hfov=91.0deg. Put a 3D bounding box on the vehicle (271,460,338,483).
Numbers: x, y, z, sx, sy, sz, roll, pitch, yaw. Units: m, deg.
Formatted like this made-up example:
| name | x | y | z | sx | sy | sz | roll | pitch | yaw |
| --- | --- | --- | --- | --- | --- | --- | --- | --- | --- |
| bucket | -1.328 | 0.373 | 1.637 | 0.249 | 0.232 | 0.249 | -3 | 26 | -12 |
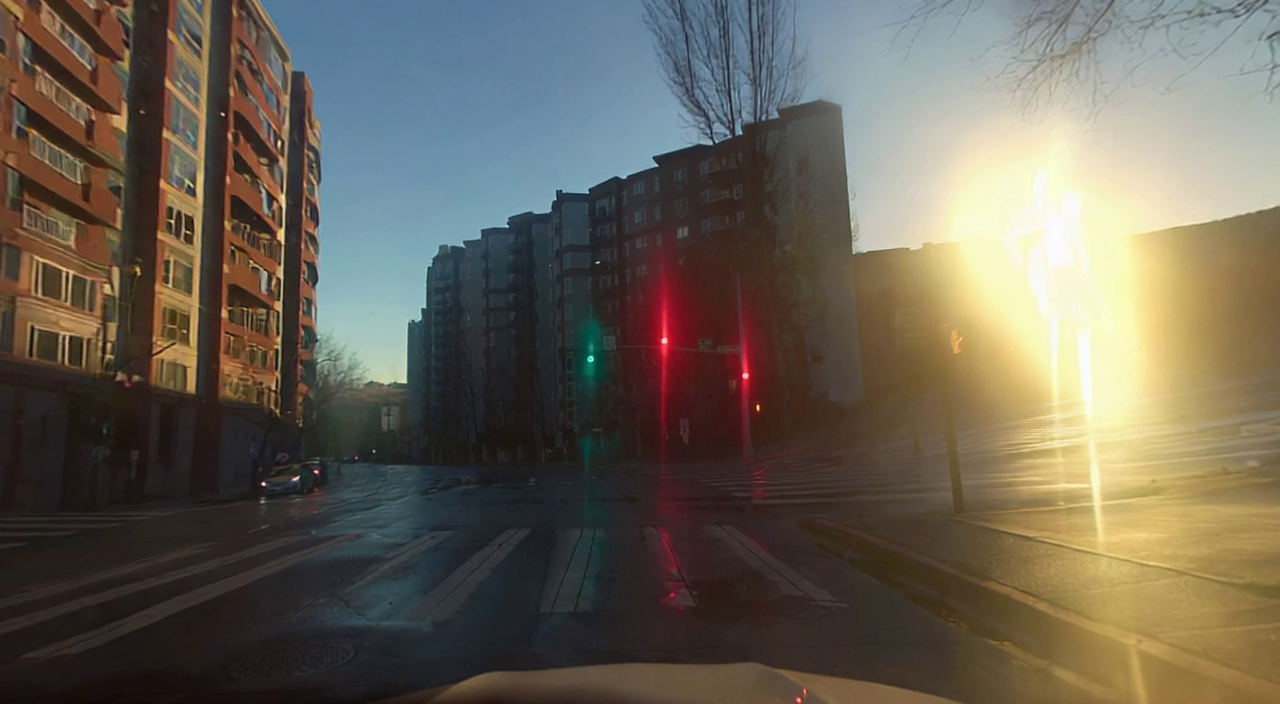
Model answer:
| name | x | y | z | sx | sy | sz | roll | pitch | yaw |
| --- | --- | --- | --- | --- | --- | --- | --- | --- | --- |
| vehicle | -24.620 | 8.770 | 46.297 | 3.882 | 1.600 | 1.768 | 0 | -9 | 1 |
